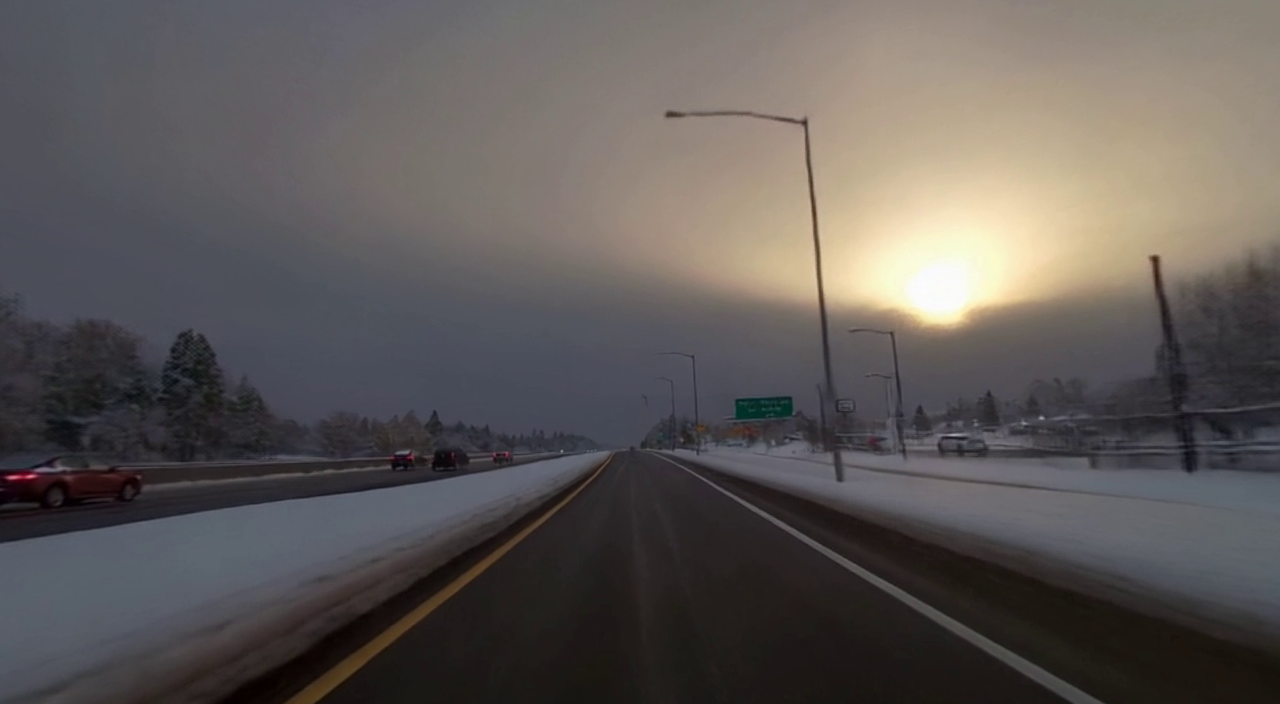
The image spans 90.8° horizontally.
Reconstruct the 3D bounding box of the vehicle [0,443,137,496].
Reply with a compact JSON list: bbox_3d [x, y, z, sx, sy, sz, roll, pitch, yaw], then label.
[{"bbox_3d":[-19.314,3.782,20.707,2.068,1.518,4.438,0,-9,-2],"label":"vehicle"}]
